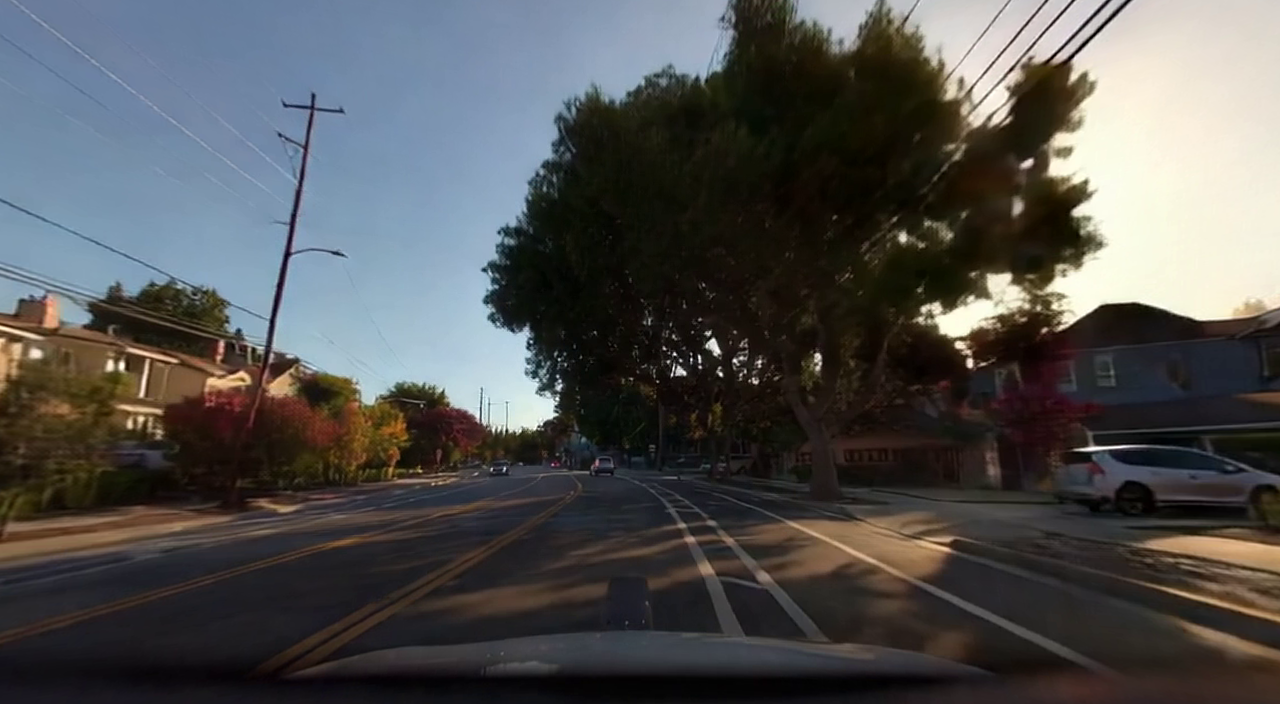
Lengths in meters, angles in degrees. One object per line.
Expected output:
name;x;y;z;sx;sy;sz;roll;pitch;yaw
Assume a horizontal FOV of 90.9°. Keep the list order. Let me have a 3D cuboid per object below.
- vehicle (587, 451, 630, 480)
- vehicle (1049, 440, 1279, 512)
vehicle;-2.355;8.157;45.494;2.284;1.741;4.702;4;-8;-12
vehicle;12.526;2.831;14.672;4.648;1.511;1.919;0;-8;-2
